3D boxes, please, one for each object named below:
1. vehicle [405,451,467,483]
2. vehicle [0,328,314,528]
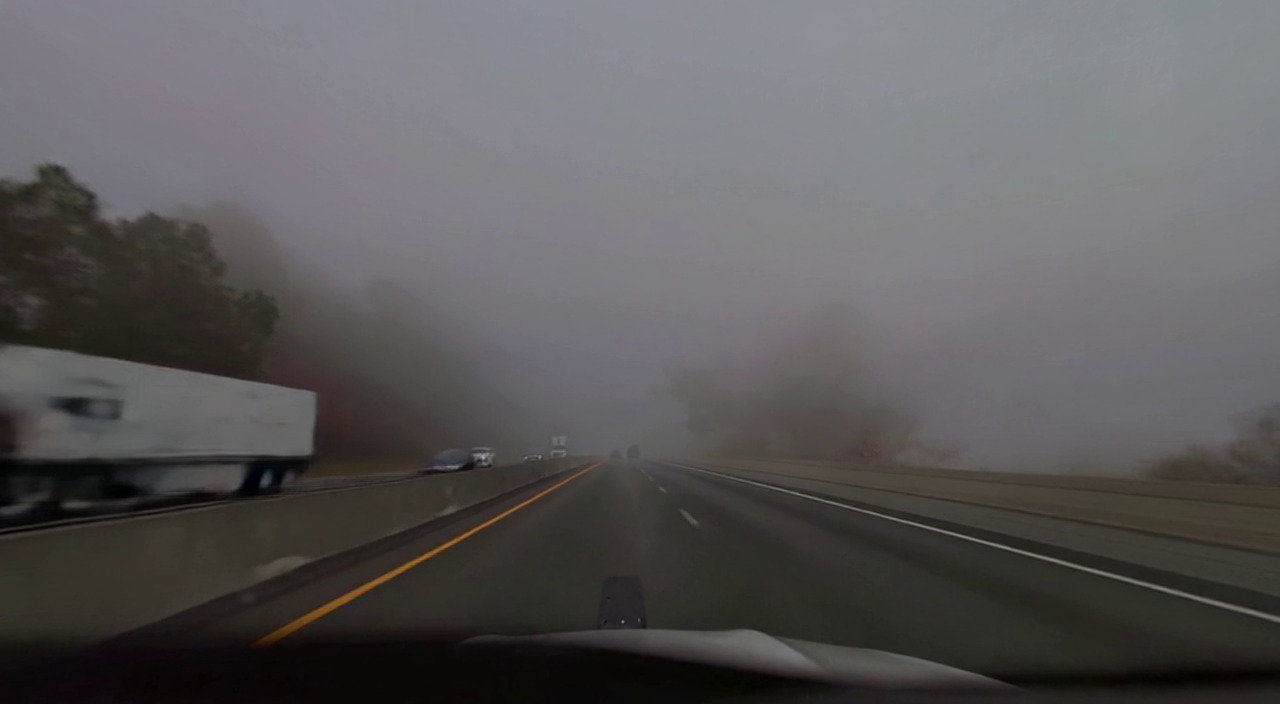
[{"bbox_3d":[-10.179,5.746,31.796,1.795,1.436,4.346,0,-9,-1],"label":"vehicle"},{"bbox_3d":[-14.735,2.421,18.419,3.084,4.035,14.326,0,-9,-1],"label":"vehicle"}]
